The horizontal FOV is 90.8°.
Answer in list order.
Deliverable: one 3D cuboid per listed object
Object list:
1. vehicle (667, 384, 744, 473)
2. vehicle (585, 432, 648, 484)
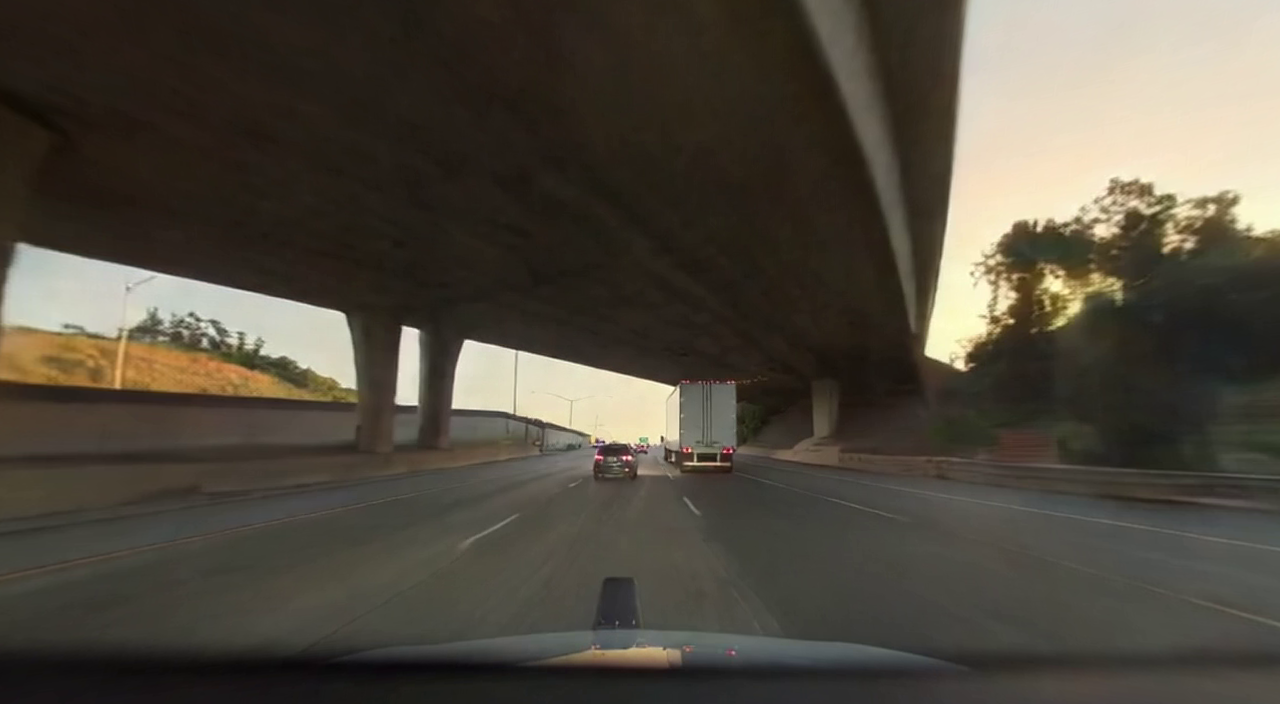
[{"bbox_3d":[3.193,4.222,33.839,2.964,4.063,10.072,0,-9,0],"label":"vehicle"},{"bbox_3d":[-0.749,3.884,23.306,2.077,1.716,4.514,0,-9,1],"label":"vehicle"}]
